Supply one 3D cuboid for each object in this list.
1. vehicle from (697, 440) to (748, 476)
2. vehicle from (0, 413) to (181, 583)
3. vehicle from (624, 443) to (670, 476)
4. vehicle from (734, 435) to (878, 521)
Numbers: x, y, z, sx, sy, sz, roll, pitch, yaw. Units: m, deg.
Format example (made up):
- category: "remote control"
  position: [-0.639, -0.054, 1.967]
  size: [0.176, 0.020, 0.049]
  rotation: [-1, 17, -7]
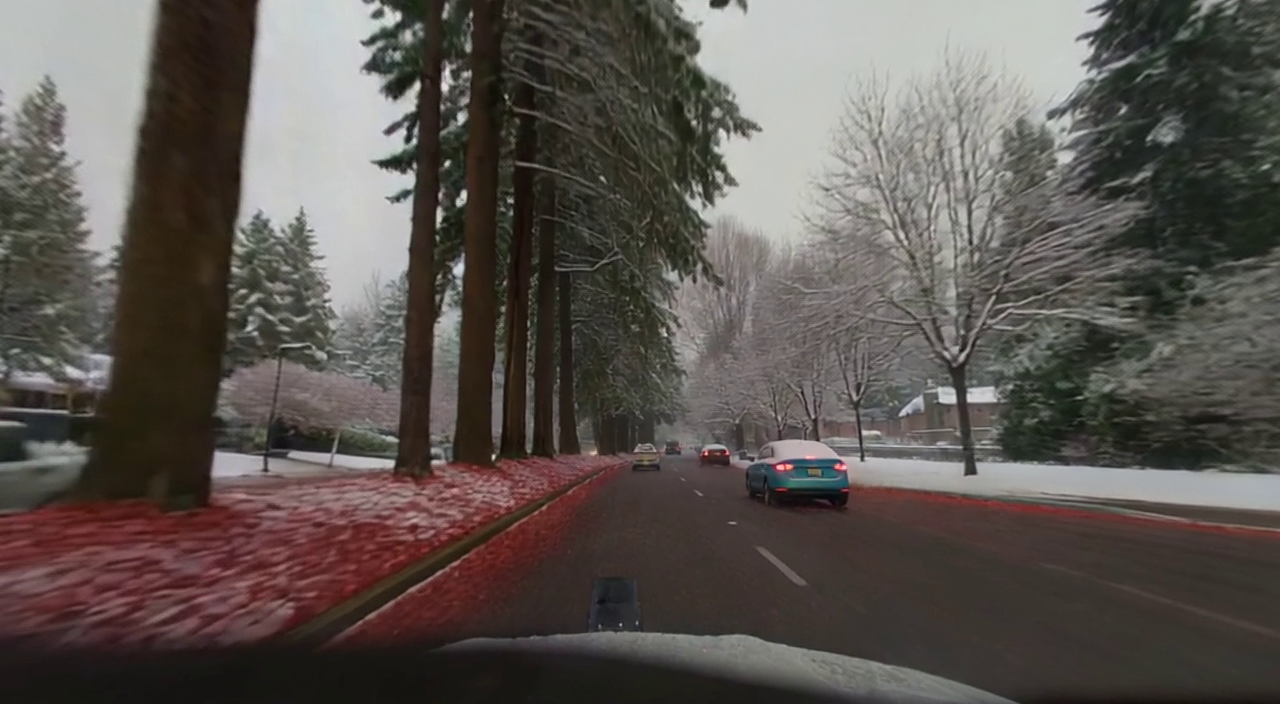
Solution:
- category: "vehicle"
  position: [4.102, 5.333, 32.031]
  size: [2.074, 1.652, 4.340]
  rotation: [0, -9, 1]
- category: "vehicle"
  position: [-8.239, 1.714, 7.573]
  size: [2.066, 1.890, 4.695]
  rotation: [0, -9, -3]
- category: "vehicle"
  position: [0.374, 5.179, 30.560]
  size: [2.082, 1.473, 4.028]
  rotation: [0, -9, 2]
- category: "vehicle"
  position: [3.313, 2.602, 13.560]
  size: [1.985, 1.529, 4.147]
  rotation: [0, -9, 0]
